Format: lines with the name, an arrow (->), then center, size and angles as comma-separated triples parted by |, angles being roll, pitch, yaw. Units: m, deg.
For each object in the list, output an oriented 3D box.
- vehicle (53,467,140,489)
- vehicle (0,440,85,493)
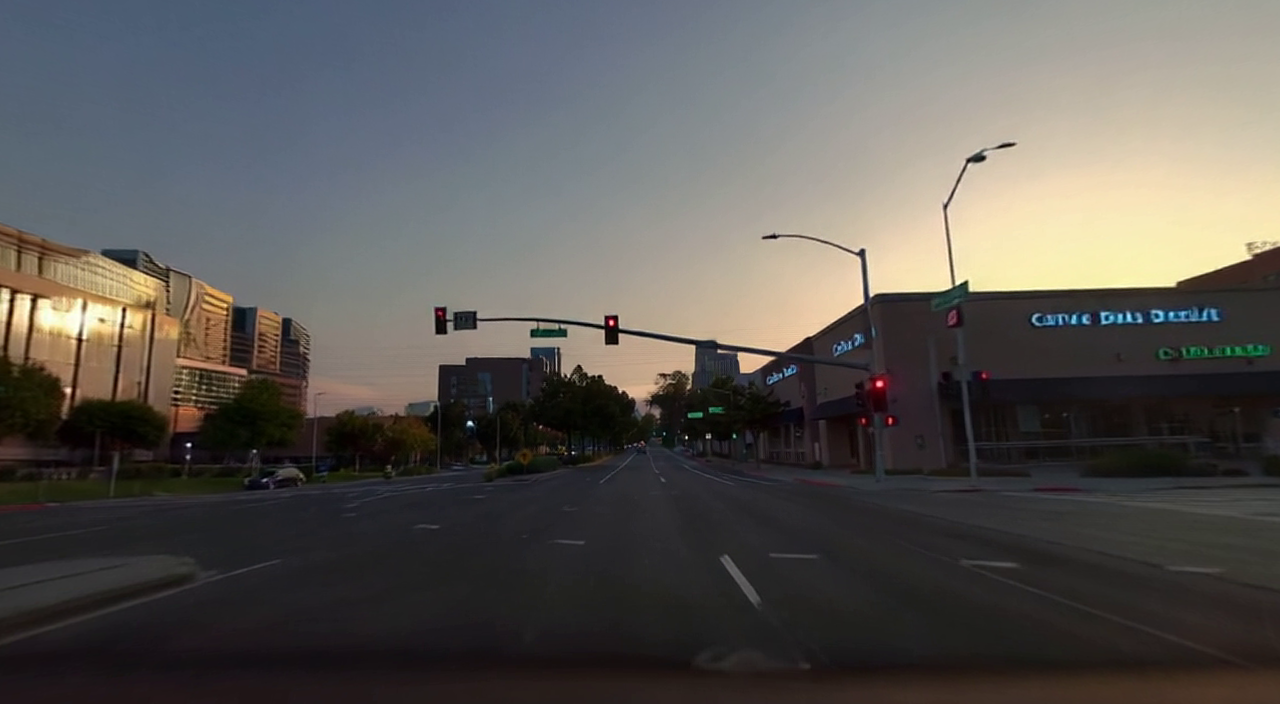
vehicle -> -41.506, 9.622, 48.312 | 4.710, 1.453, 1.928 | 0, -8, -2
vehicle -> -41.018, 7.402, 40.995 | 7.220, 3.287, 2.764 | 0, -8, 1
